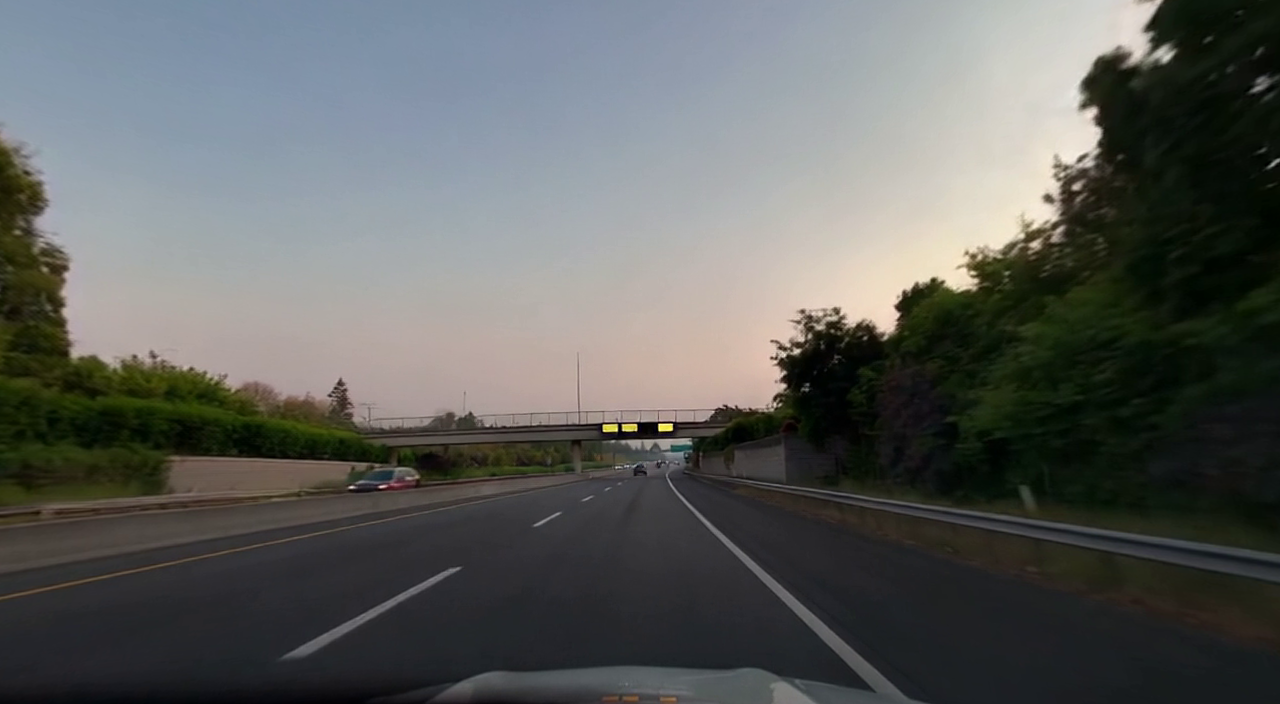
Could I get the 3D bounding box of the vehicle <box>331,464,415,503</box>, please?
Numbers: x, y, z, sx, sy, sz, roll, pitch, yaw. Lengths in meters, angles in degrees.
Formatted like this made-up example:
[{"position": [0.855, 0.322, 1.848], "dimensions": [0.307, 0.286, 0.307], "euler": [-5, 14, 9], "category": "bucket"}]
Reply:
[{"position": [-10.833, 5.357, 25.846], "dimensions": [1.772, 1.411, 3.681], "euler": [1, -11, 0], "category": "vehicle"}]
